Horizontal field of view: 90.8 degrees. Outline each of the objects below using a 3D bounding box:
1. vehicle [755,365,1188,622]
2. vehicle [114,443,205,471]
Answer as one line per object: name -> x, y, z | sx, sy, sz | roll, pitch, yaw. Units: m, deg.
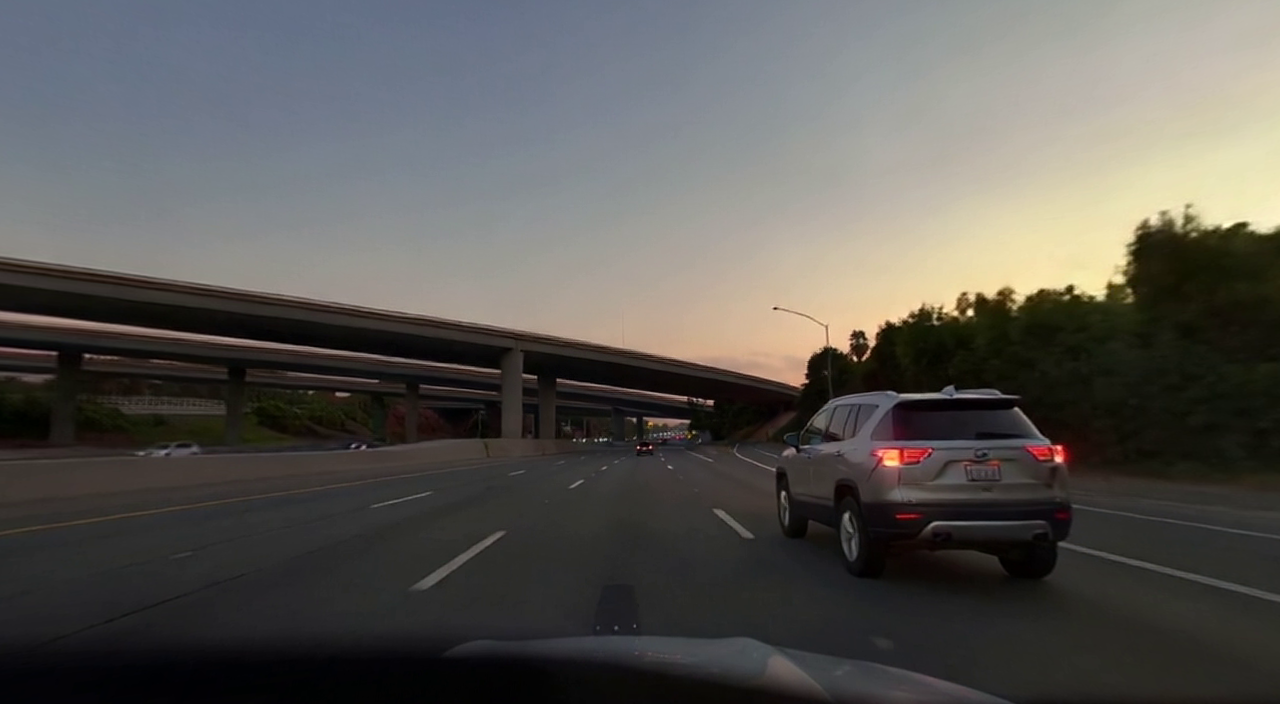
vehicle -> 2.956, 1.419, 7.294 | 2.155, 1.918, 4.945 | 0, -8, -2
vehicle -> -27.890, 6.095, 36.901 | 1.896, 1.483, 4.632 | 0, -8, -4
